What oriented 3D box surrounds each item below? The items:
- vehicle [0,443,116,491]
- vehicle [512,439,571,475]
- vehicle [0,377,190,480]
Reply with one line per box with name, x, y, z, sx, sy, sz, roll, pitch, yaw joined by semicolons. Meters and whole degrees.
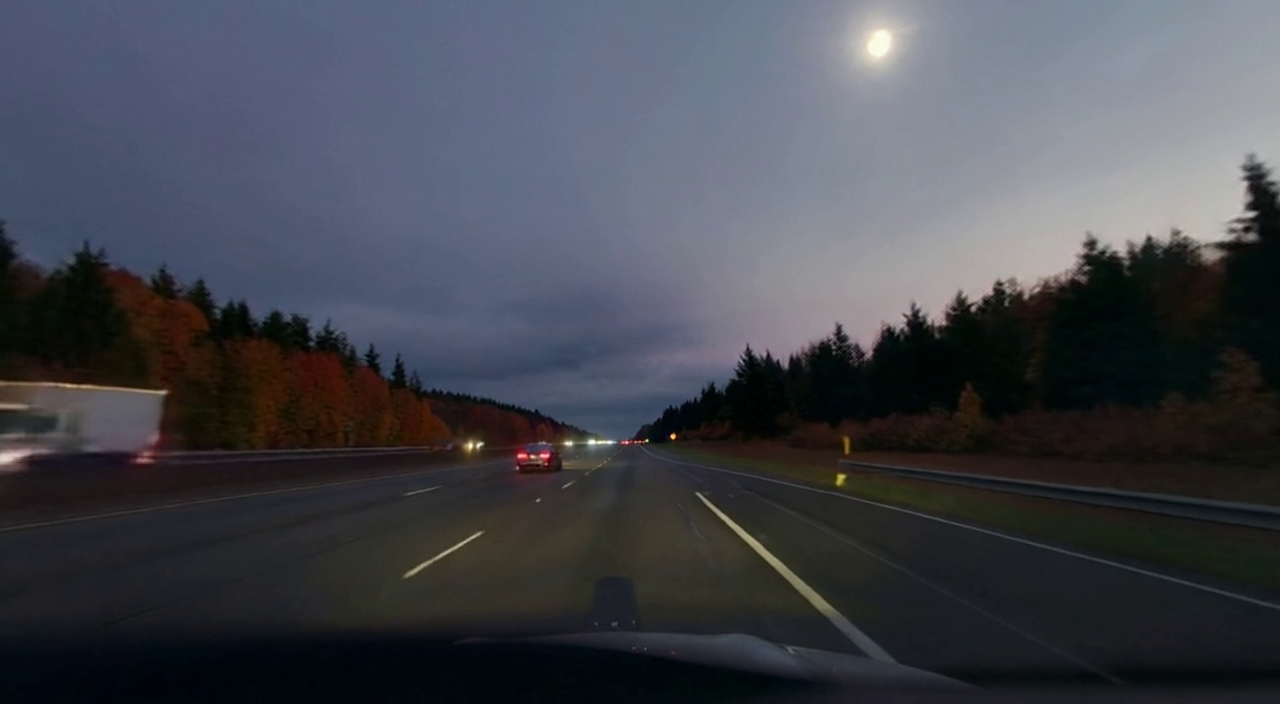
vehicle;-21.554;4.047;22.525;1.854;1.490;4.173;0;-8;1
vehicle;-4.444;4.797;29.004;2.004;1.497;4.260;0;-8;1
vehicle;-25.305;3.544;28.712;2.937;3.965;8.799;0;-8;-1
